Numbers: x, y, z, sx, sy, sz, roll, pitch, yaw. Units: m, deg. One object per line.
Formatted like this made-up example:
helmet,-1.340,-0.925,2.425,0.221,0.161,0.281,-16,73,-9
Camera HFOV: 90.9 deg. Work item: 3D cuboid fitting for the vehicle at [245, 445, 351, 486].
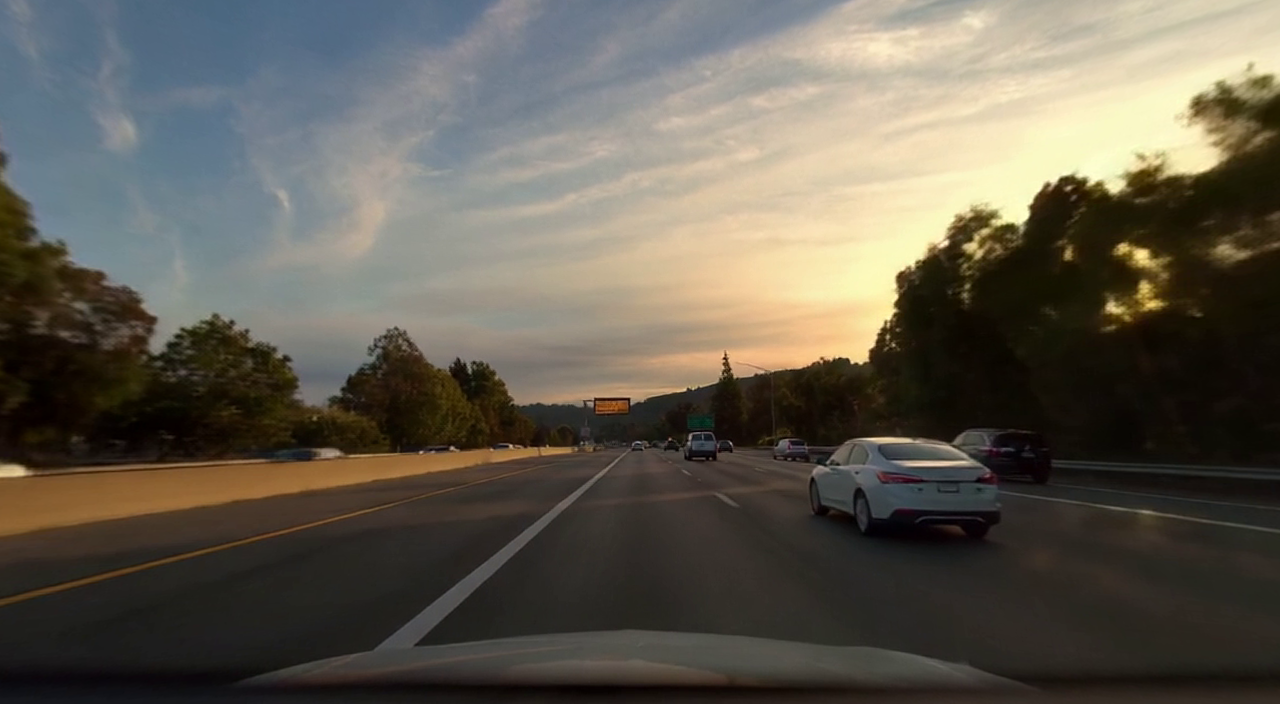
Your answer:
vehicle,-13.978,4.627,26.117,1.798,1.486,4.486,-1,-8,1

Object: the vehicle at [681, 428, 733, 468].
vehicle,3.570,5.284,34.809,2.218,1.964,5.662,0,-8,-1

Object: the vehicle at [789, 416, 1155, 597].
vehicle,3.422,1.671,7.842,1.978,1.535,4.705,0,-8,0
